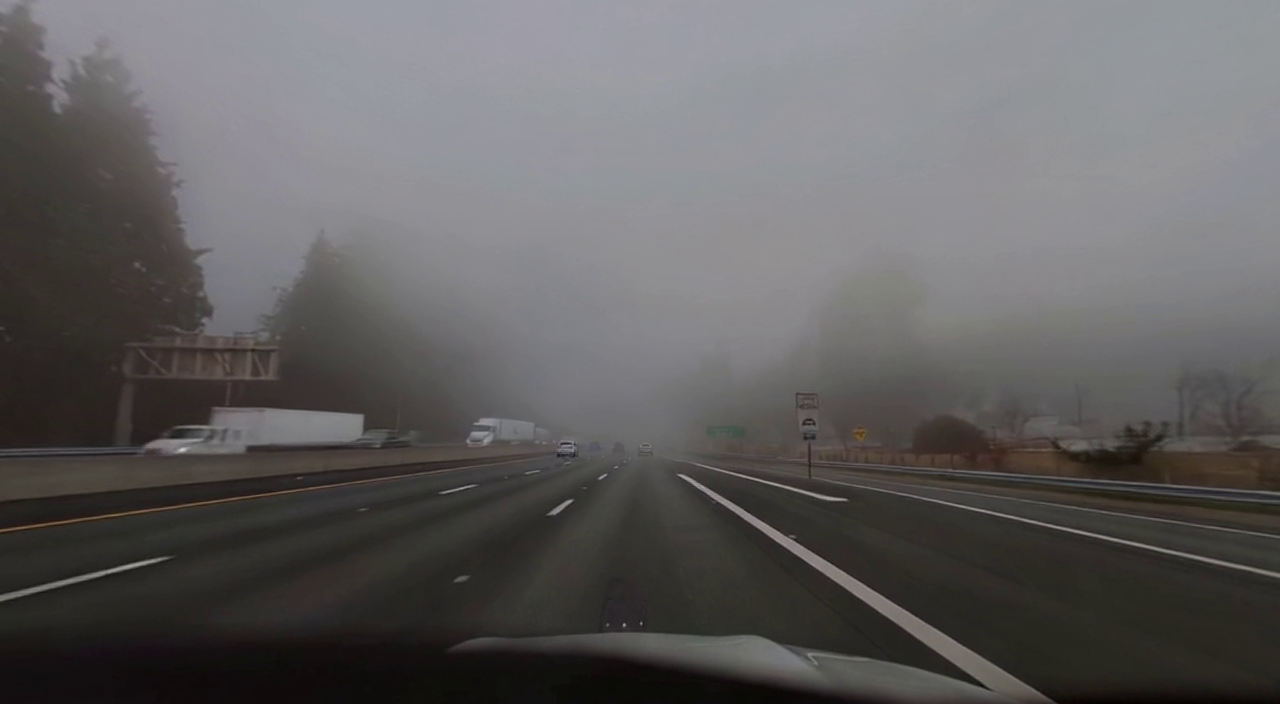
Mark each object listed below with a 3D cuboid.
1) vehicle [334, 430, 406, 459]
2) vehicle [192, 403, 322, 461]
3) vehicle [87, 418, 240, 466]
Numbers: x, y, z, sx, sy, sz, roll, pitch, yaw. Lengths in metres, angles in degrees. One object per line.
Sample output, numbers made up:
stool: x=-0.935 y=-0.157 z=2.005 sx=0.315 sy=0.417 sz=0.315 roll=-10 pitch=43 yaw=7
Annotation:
vehicle: x=-17.294 y=5.985 z=40.752 sx=2.129 sy=1.697 sz=5.626 roll=0 pitch=-8 yaw=0
vehicle: x=-21.394 y=4.609 z=35.803 sx=3.018 sy=2.997 sz=6.642 roll=0 pitch=-8 yaw=1
vehicle: x=-21.423 y=4.122 z=28.839 sx=2.284 sy=1.976 sz=5.973 roll=0 pitch=-8 yaw=0
